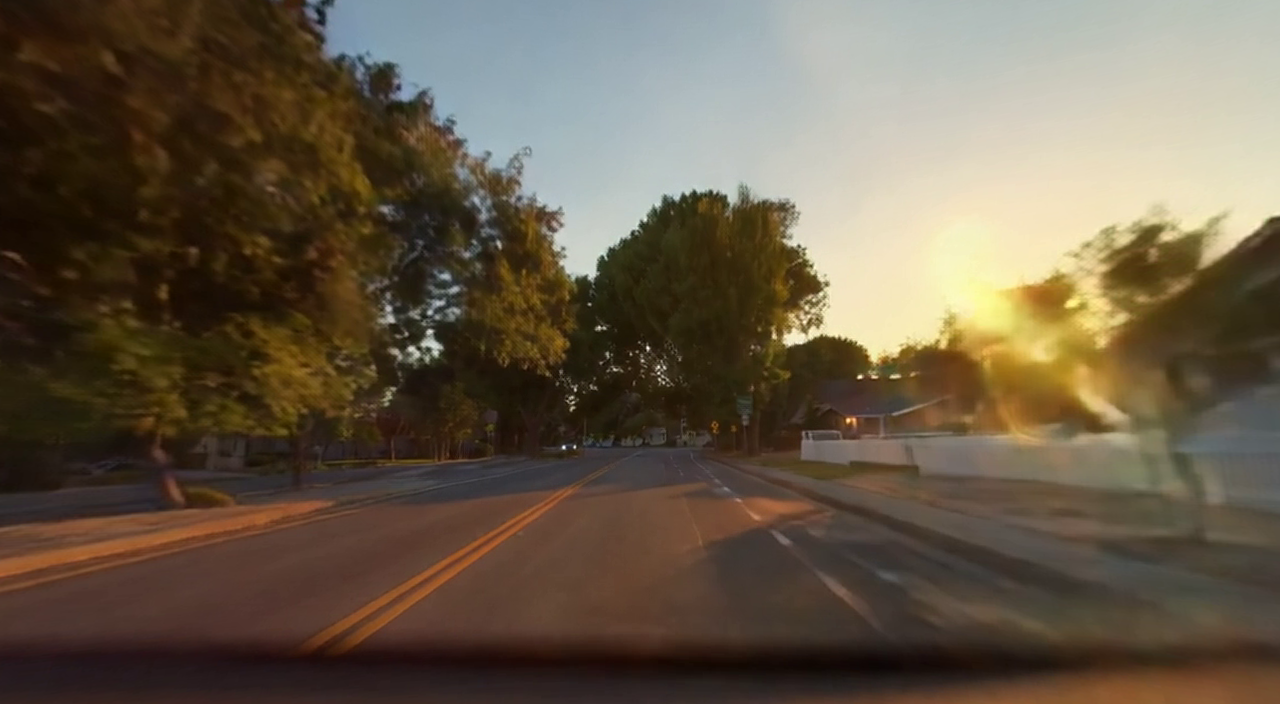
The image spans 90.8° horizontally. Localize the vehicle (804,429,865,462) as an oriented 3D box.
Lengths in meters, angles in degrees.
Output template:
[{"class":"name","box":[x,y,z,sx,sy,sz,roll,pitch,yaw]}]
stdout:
[{"class":"vehicle","box":[10.842,5.254,35.556,1.938,1.695,4.296,0,-8,-1]}]
